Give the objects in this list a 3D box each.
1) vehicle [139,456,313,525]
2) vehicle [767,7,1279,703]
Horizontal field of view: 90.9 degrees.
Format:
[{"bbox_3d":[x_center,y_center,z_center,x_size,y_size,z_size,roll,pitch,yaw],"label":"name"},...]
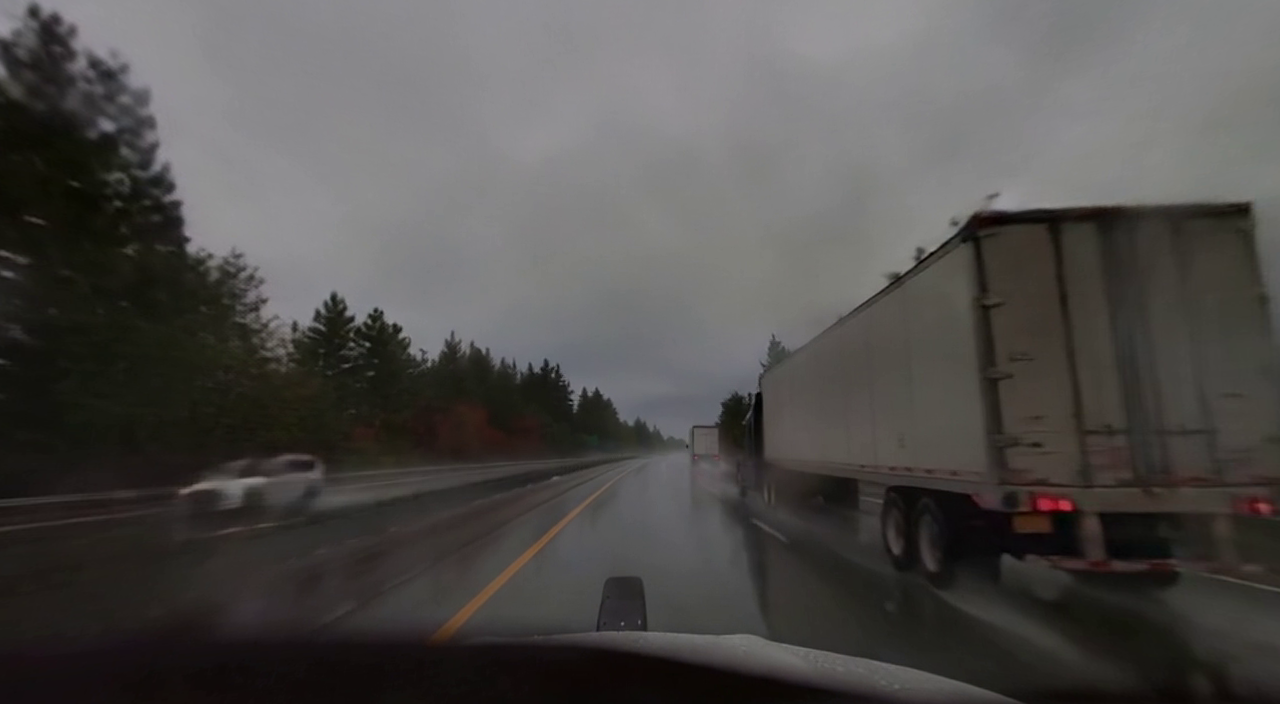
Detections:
[{"bbox_3d":[-11.923,3.968,18.645,1.958,1.704,4.554,0,-9,1],"label":"vehicle"},{"bbox_3d":[4.385,0.970,8.570,2.866,3.558,11.674,0,-9,0],"label":"vehicle"}]
